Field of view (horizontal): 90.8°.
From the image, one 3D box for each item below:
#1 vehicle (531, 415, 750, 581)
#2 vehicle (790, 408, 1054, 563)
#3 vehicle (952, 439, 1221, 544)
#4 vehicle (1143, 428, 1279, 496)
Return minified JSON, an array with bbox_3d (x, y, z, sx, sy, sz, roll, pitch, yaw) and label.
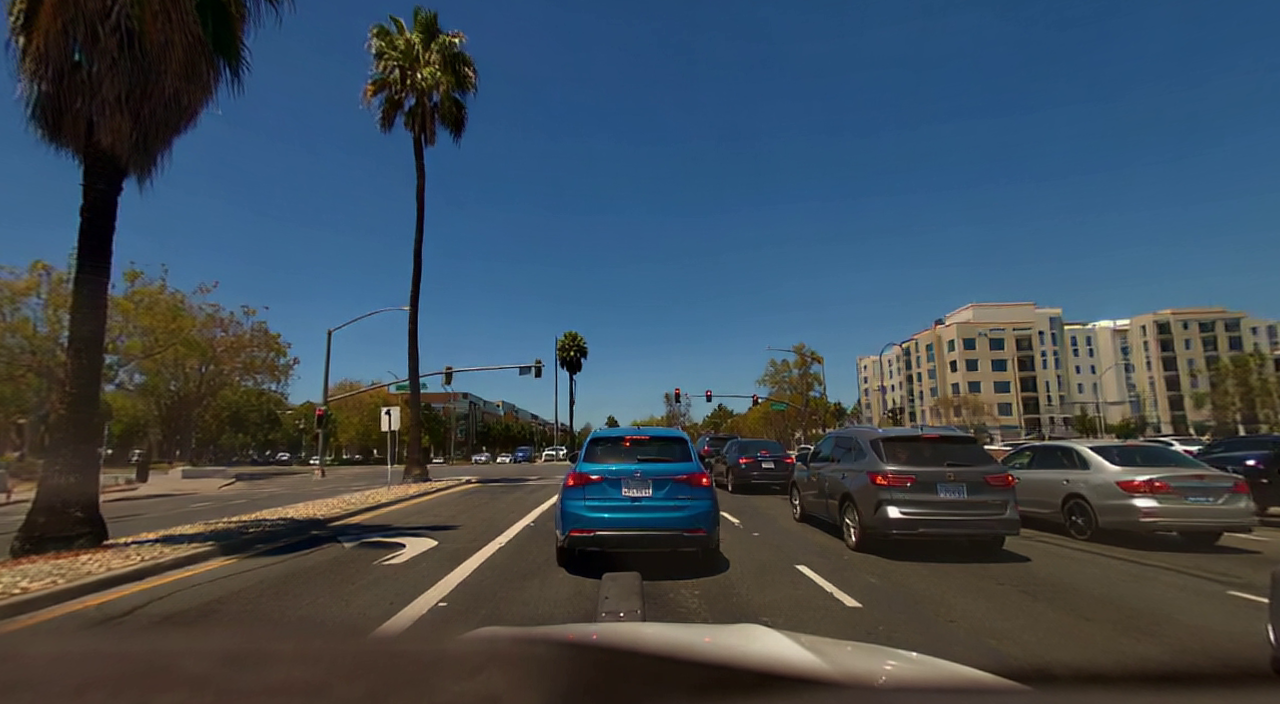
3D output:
[{"bbox_3d":[0.001,1.708,8.124,2.083,1.572,4.021,0,-9,0],"label":"vehicle"},{"bbox_3d":[3.664,1.821,9.246,1.947,1.725,4.159,0,-9,1],"label":"vehicle"},{"bbox_3d":[7.367,2.294,11.051,1.832,1.477,3.981,0,-9,2],"label":"vehicle"},{"bbox_3d":[18.051,3.201,18.493,4.786,1.848,2.107,0,-9,-1],"label":"vehicle"}]
